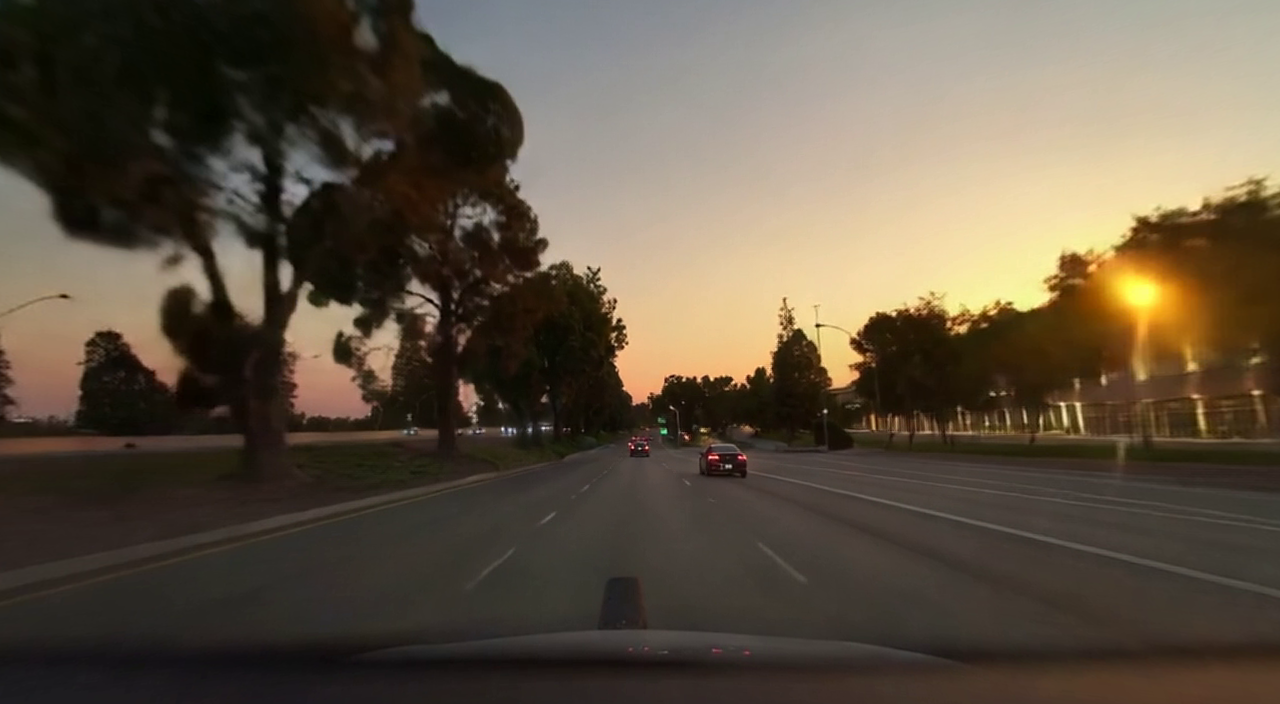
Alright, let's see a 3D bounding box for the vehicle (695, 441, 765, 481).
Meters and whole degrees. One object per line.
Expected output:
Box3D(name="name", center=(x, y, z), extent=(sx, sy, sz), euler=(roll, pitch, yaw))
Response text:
Box3D(name="vehicle", center=(3.497, 4.338, 25.436), extent=(2.069, 1.431, 4.313), euler=(0, -8, -2))
